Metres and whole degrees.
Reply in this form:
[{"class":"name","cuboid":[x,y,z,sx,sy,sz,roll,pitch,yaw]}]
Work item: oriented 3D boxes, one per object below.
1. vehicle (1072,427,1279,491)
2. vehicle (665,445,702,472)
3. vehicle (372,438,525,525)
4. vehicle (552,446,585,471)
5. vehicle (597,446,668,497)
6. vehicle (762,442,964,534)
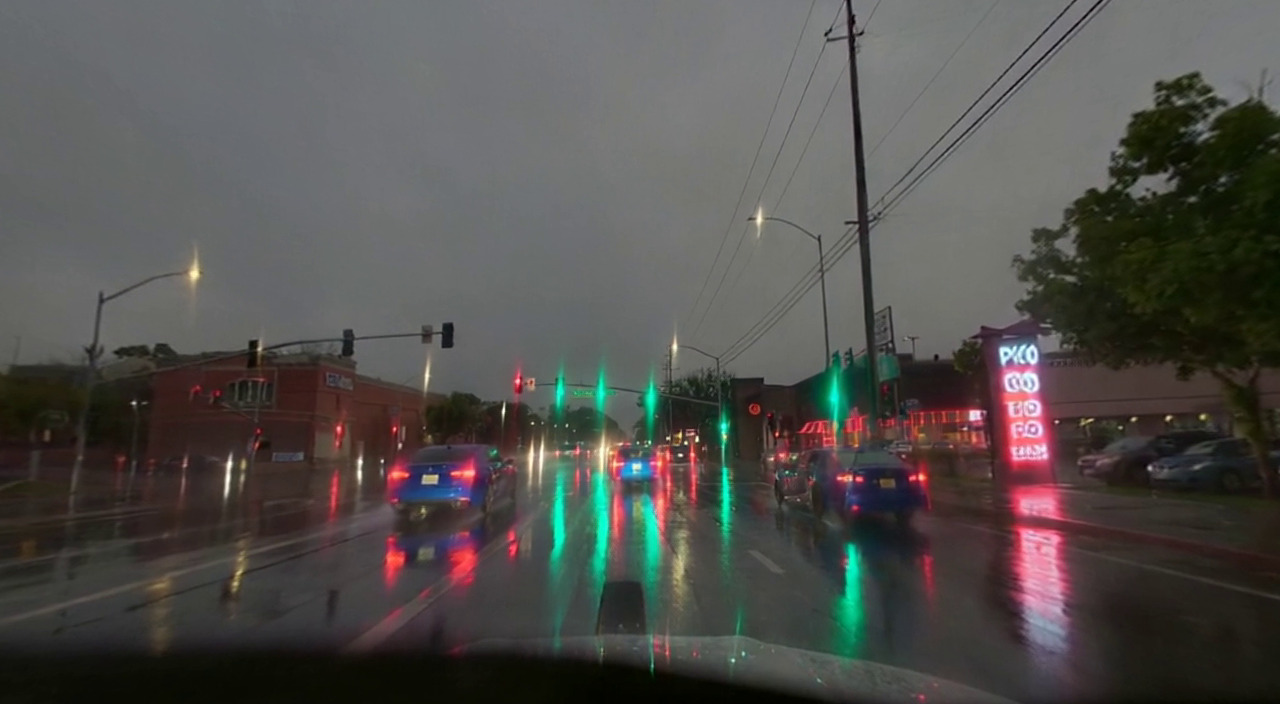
[{"class":"vehicle","cuboid":[15.815,3.067,18.346,4.941,1.697,2.128,0,-9,-2]},{"class":"vehicle","cuboid":[2.822,7.038,42.096,1.986,1.660,4.006,0,-9,-3]},{"class":"vehicle","cuboid":[-3.941,2.730,13.989,2.035,1.564,4.702,0,-9,-1]},{"class":"vehicle","cuboid":[-4.914,7.345,43.853,1.932,1.606,4.157,0,-9,-1]},{"class":"vehicle","cuboid":[-0.291,3.805,20.612,2.072,1.473,4.139,0,-9,-2]},{"class":"vehicle","cuboid":[4.122,2.585,12.789,2.119,1.479,4.910,0,-9,-2]}]
